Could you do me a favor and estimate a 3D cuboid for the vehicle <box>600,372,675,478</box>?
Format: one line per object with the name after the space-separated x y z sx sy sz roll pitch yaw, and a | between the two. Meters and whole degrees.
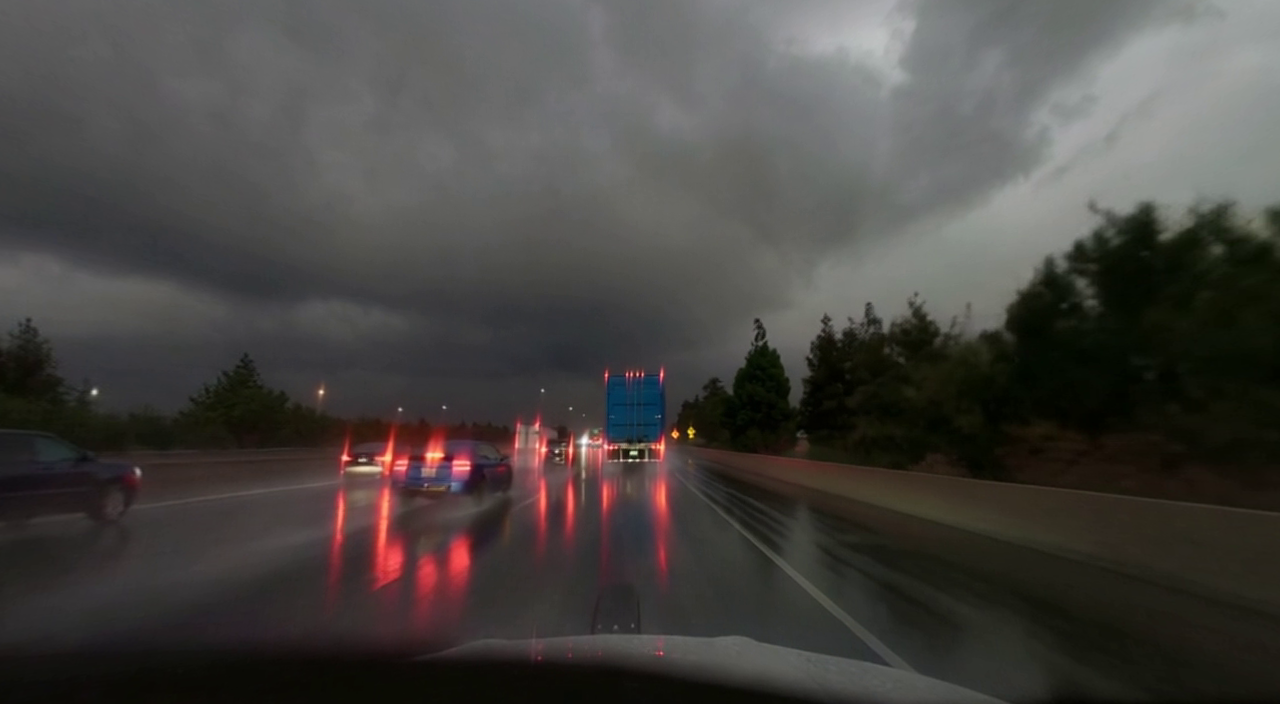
-0.276 3.584 29.873 2.913 4.113 10.724 0 -8 -2 | vehicle

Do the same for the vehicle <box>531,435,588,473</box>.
-3.763 4.863 30.223 2.158 1.680 4.087 0 -8 1 | vehicle

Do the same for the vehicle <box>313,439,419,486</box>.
-9.599 3.884 22.481 1.863 1.474 4.278 0 -8 0 | vehicle

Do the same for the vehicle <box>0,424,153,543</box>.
-9.561 1.843 8.957 1.952 1.590 4.090 0 -8 0 | vehicle

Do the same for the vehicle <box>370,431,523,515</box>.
-4.103 2.624 14.163 2.164 1.582 3.979 0 -8 0 | vehicle
